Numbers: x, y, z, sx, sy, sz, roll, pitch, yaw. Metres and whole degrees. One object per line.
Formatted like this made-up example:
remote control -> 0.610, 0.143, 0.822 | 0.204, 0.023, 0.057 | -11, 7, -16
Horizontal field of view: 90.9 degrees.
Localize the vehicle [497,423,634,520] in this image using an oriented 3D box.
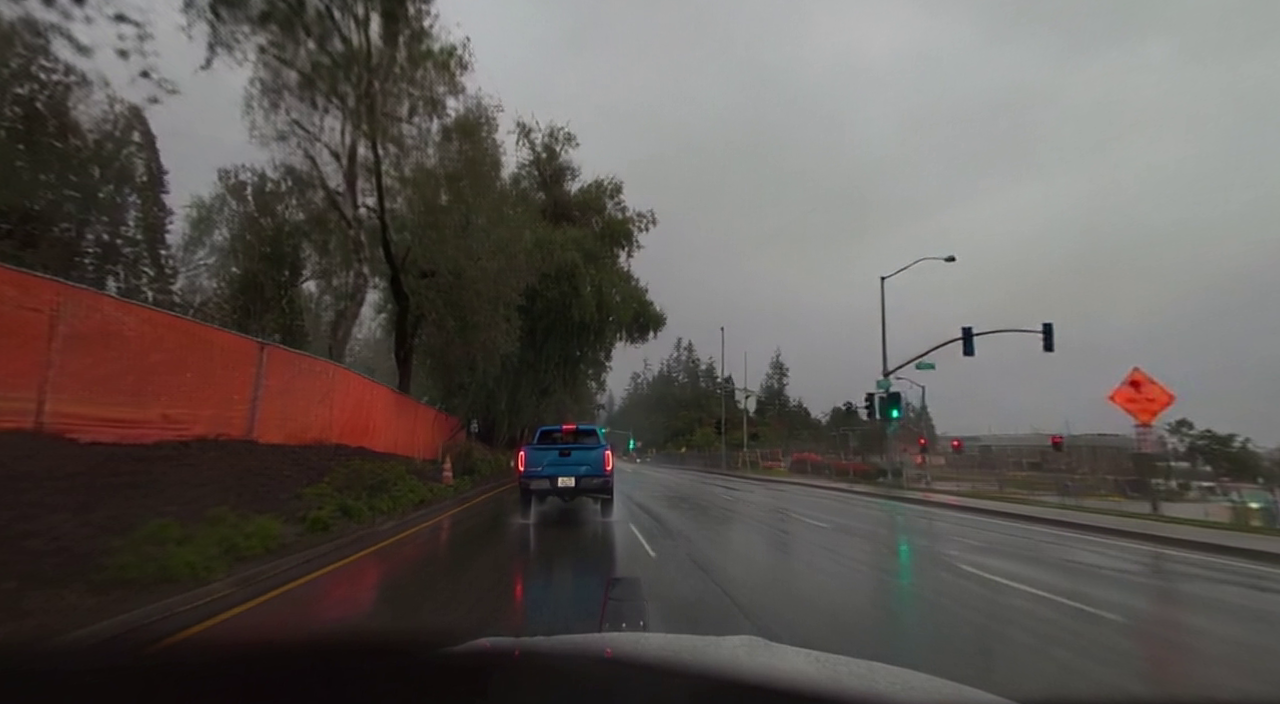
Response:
vehicle -> -1.396, 2.521, 13.939 | 2.436, 1.698, 5.322 | 0, -8, -2
